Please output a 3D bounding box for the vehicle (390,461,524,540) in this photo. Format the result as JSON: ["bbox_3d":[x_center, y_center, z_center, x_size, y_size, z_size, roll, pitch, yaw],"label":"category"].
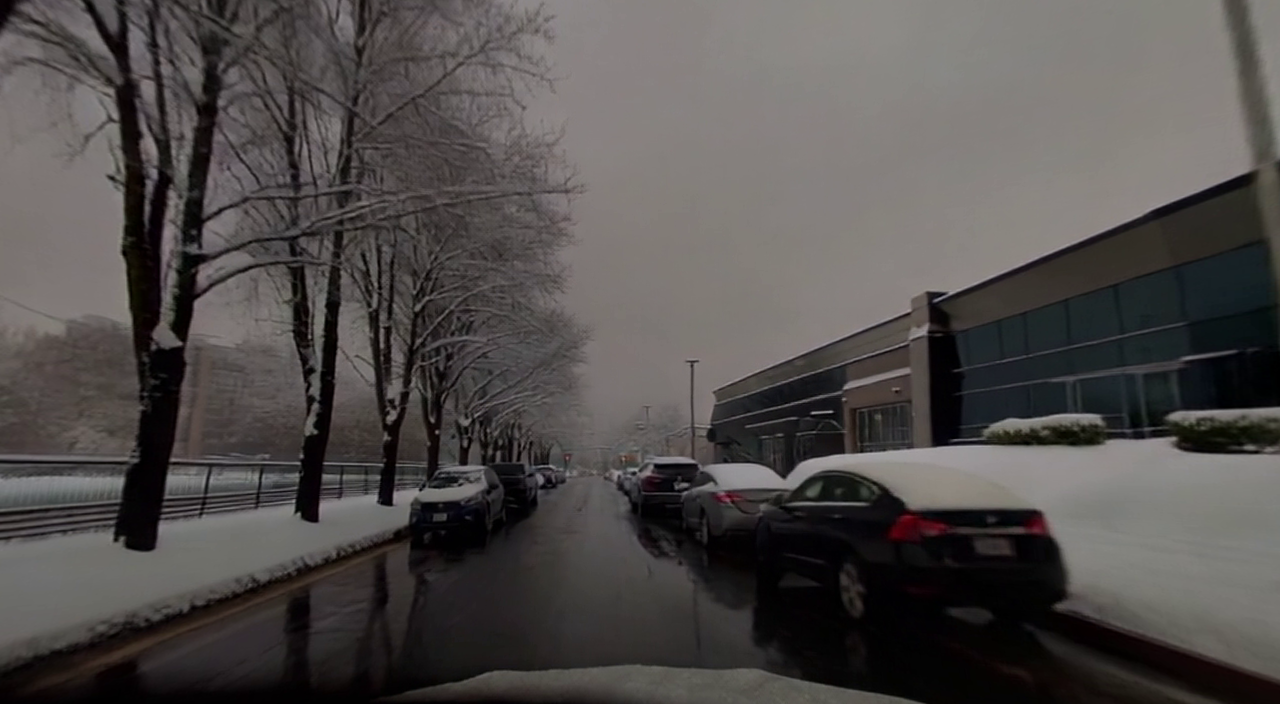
[{"bbox_3d":[-3.868,3.229,14.181,2.018,1.461,4.413,1,-11,-5],"label":"vehicle"}]

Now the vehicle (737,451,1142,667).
[{"bbox_3d":[2.496,1.864,6.631,1.889,1.482,4.118,2,-11,-6],"label":"vehicle"}]

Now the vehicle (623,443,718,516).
[{"bbox_3d":[0.796,4.002,19.931,2.242,1.972,4.898,2,-11,-6],"label":"vehicle"}]
